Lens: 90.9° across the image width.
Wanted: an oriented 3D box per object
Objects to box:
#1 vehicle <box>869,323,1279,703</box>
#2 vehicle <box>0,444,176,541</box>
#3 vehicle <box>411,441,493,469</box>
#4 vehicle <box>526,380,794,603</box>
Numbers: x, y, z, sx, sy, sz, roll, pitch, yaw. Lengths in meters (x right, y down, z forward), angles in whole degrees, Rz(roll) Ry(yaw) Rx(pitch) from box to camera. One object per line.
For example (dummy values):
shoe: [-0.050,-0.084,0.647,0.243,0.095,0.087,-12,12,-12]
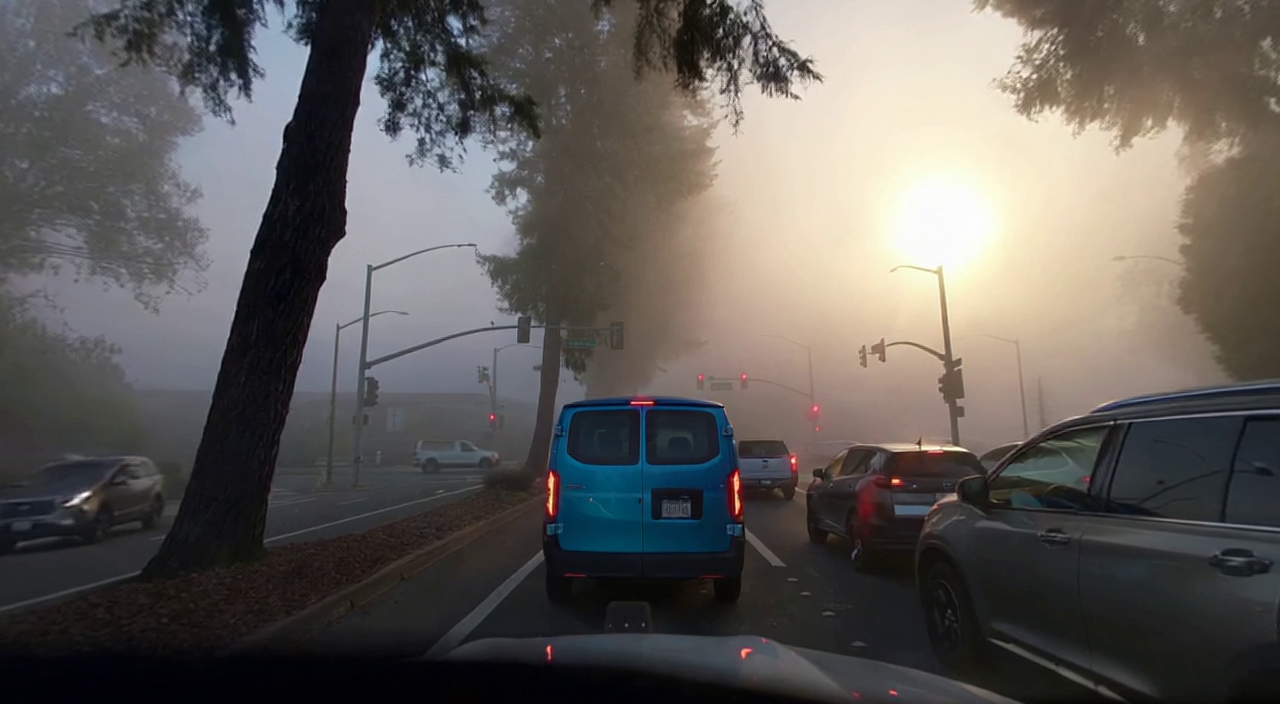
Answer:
vehicle: [2.903,0.948,3.165,1.971,1.663,4.287,0,-8,2]
vehicle: [-11.071,2.665,12.777,2.023,1.488,4.654,1,-8,-29]
vehicle: [-11.121,6.108,37.501,4.498,1.547,1.886,2,-9,-16]
vehicle: [0.180,1.466,7.443,2.185,1.822,4.391,0,-8,1]
